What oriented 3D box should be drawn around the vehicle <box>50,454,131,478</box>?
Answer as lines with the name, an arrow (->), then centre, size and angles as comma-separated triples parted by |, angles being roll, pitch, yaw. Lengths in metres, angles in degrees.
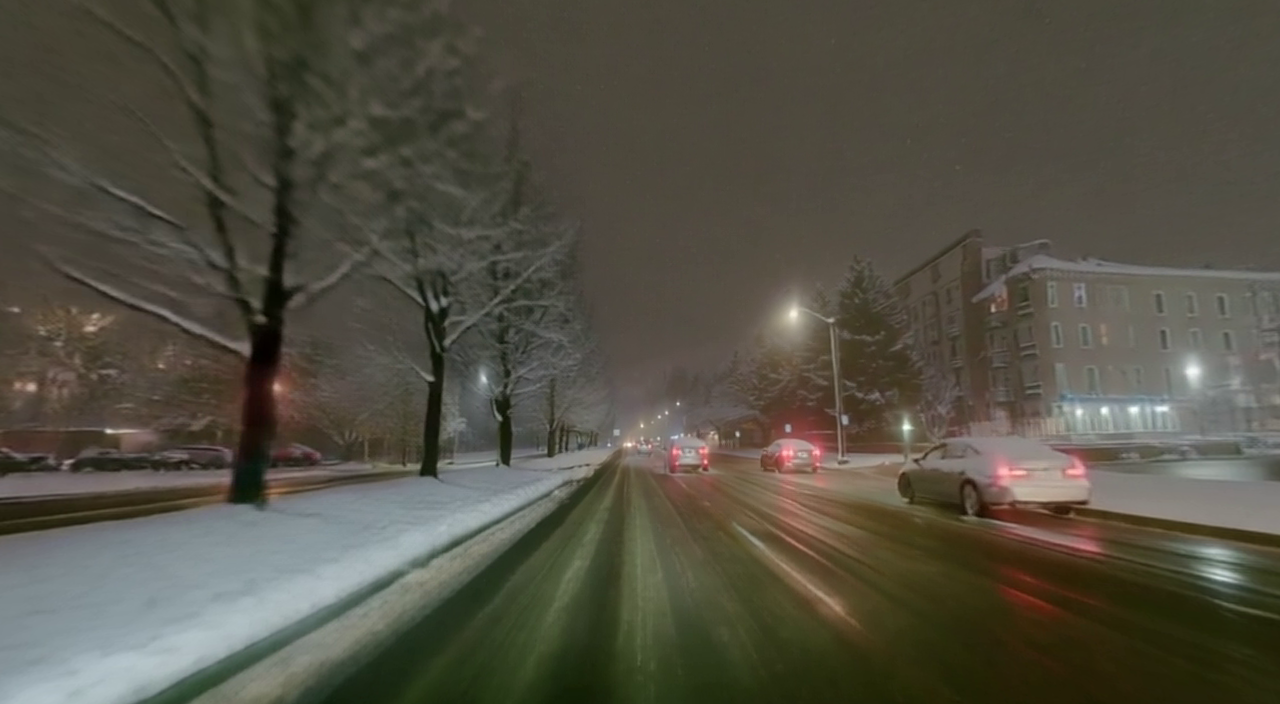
vehicle -> -34.780, 7.196, 40.124 | 1.700, 1.337, 3.735 | 0, -8, 3

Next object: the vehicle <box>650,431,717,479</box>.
vehicle -> 1.675, 4.244, 26.272 | 2.227, 1.794, 4.457 | 0, -8, -3

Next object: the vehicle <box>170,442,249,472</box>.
vehicle -> -29.964, 7.281, 44.063 | 3.883, 1.989, 2.208 | -1, -9, 6

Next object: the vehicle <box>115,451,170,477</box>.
vehicle -> -30.059, 6.736, 38.254 | 1.779, 1.363, 4.265 | 4, -9, -28

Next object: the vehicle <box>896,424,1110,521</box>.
vehicle -> 7.363, 2.468, 13.443 | 2.025, 1.719, 4.161 | 0, -8, 0

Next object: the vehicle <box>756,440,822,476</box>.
vehicle -> 7.062, 5.062, 30.456 | 2.029, 1.548, 4.422 | 0, -8, -1
